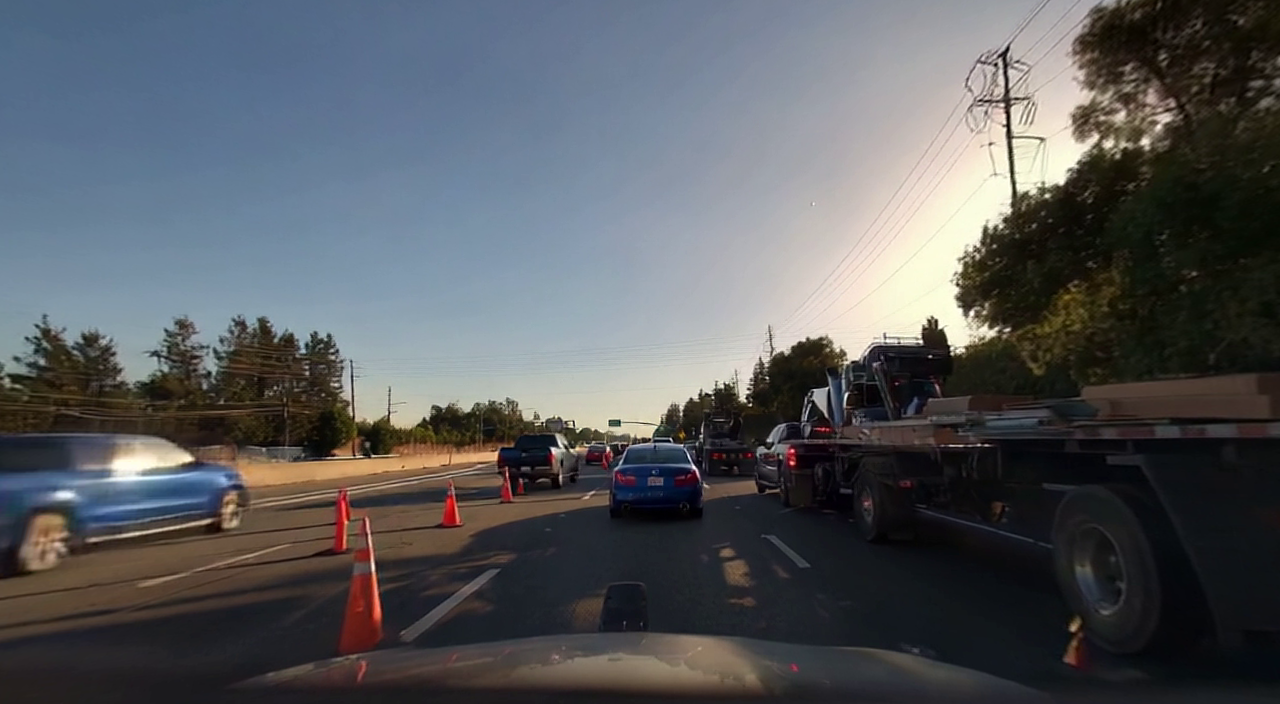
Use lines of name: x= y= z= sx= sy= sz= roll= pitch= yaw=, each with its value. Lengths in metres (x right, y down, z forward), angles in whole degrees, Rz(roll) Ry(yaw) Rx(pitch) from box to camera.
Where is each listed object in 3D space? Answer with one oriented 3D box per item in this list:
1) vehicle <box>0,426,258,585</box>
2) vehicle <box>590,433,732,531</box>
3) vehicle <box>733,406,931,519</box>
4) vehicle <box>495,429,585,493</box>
vehicle: x=-7.082 y=1.682 z=7.473 sx=2.018 sy=1.490 sz=4.926 roll=0 pitch=-8 yaw=0
vehicle: x=0.340 y=2.288 z=11.727 sx=2.128 sy=1.473 sz=4.272 roll=0 pitch=-8 yaw=1
vehicle: x=3.915 y=2.451 z=14.503 sx=2.555 sy=2.017 sz=6.201 roll=0 pitch=-8 yaw=0
vehicle: x=-2.957 y=3.333 z=19.588 sx=1.989 sy=1.729 sz=4.184 roll=0 pitch=-8 yaw=2
